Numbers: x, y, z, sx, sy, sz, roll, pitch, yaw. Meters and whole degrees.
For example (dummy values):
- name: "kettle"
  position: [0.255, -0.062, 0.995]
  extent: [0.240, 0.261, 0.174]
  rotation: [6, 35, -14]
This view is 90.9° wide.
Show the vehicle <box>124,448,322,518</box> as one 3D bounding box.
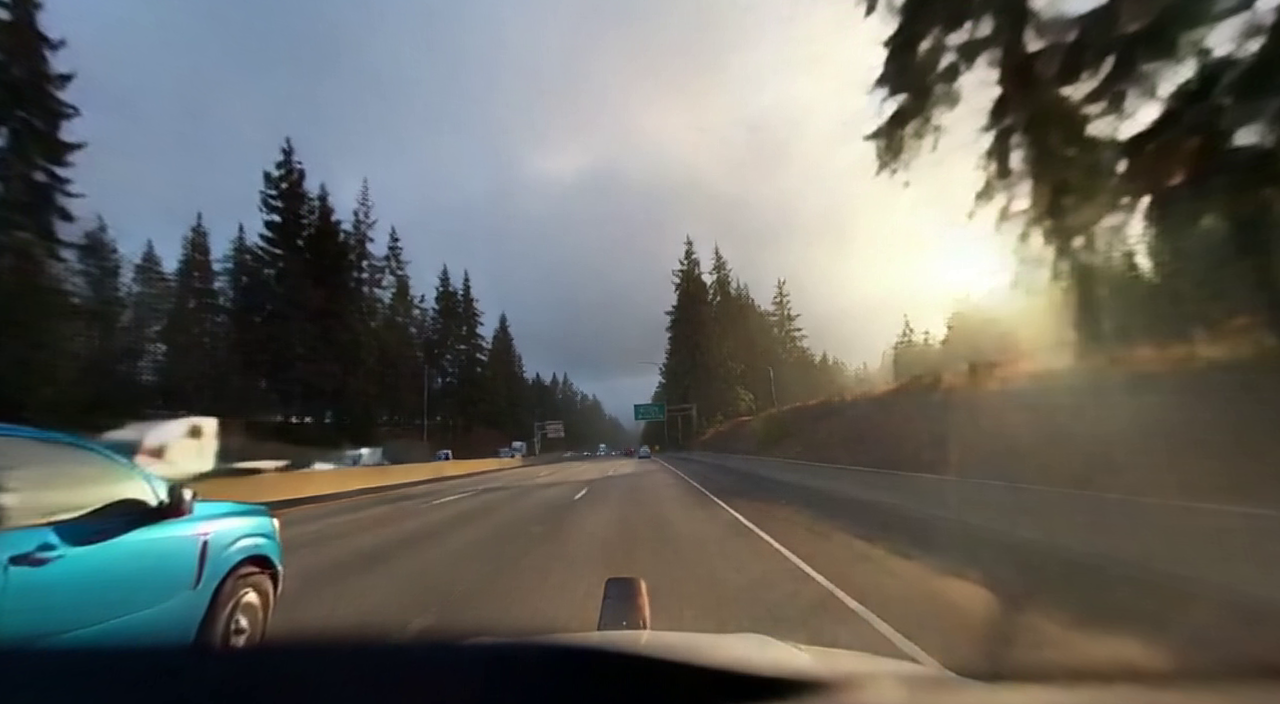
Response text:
- name: "vehicle"
  position: [-11.007, 3.437, 17.219]
  extent: [2.129, 1.560, 4.733]
  rotation: [-1, -8, 1]

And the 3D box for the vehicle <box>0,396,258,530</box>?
- name: "vehicle"
  position: [-15.116, 3.168, 18.789]
  extent: [2.935, 3.173, 7.113]
  rotation: [0, -8, 0]
